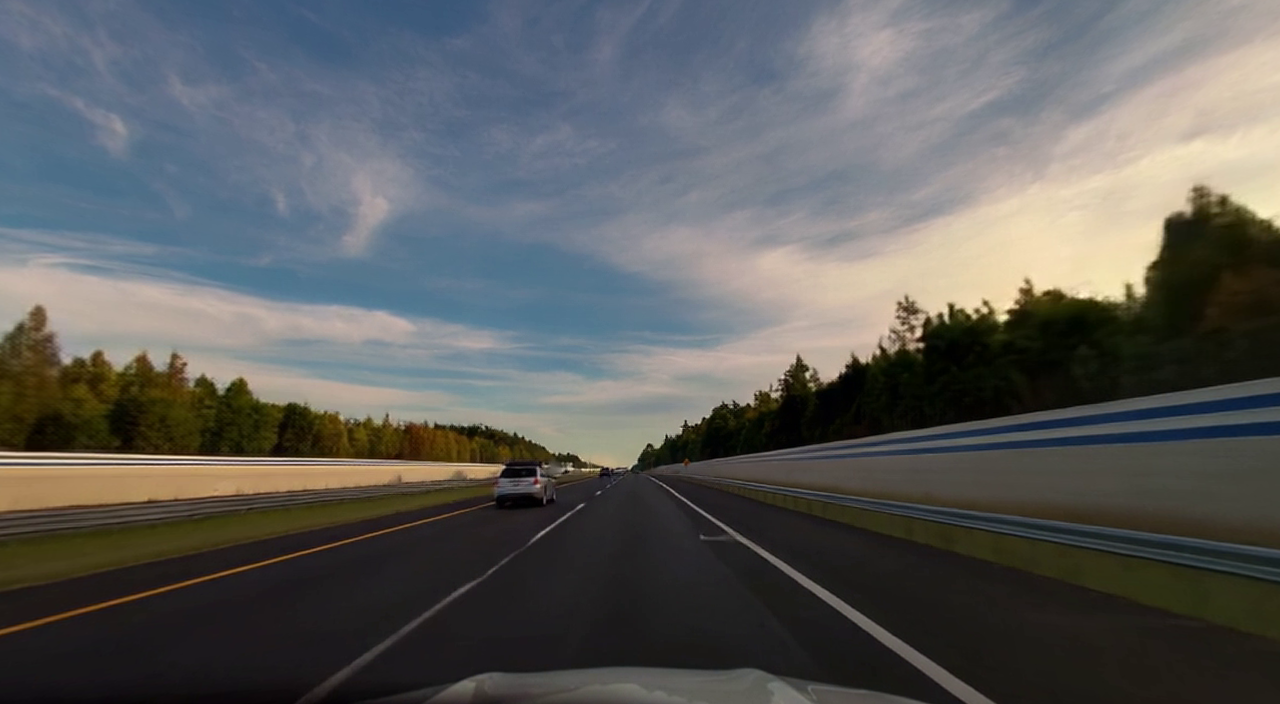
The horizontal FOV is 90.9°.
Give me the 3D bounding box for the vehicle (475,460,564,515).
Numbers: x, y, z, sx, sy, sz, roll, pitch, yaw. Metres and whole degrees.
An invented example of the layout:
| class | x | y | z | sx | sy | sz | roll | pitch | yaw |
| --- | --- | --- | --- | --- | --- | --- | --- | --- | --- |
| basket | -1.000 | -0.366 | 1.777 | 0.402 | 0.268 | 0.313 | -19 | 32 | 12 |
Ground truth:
| class | x | y | z | sx | sy | sz | roll | pitch | yaw |
| --- | --- | --- | --- | --- | --- | --- | --- | --- | --- |
| vehicle | -3.613 | 4.164 | 19.640 | 1.985 | 1.515 | 3.839 | 1 | -11 | 0 |
